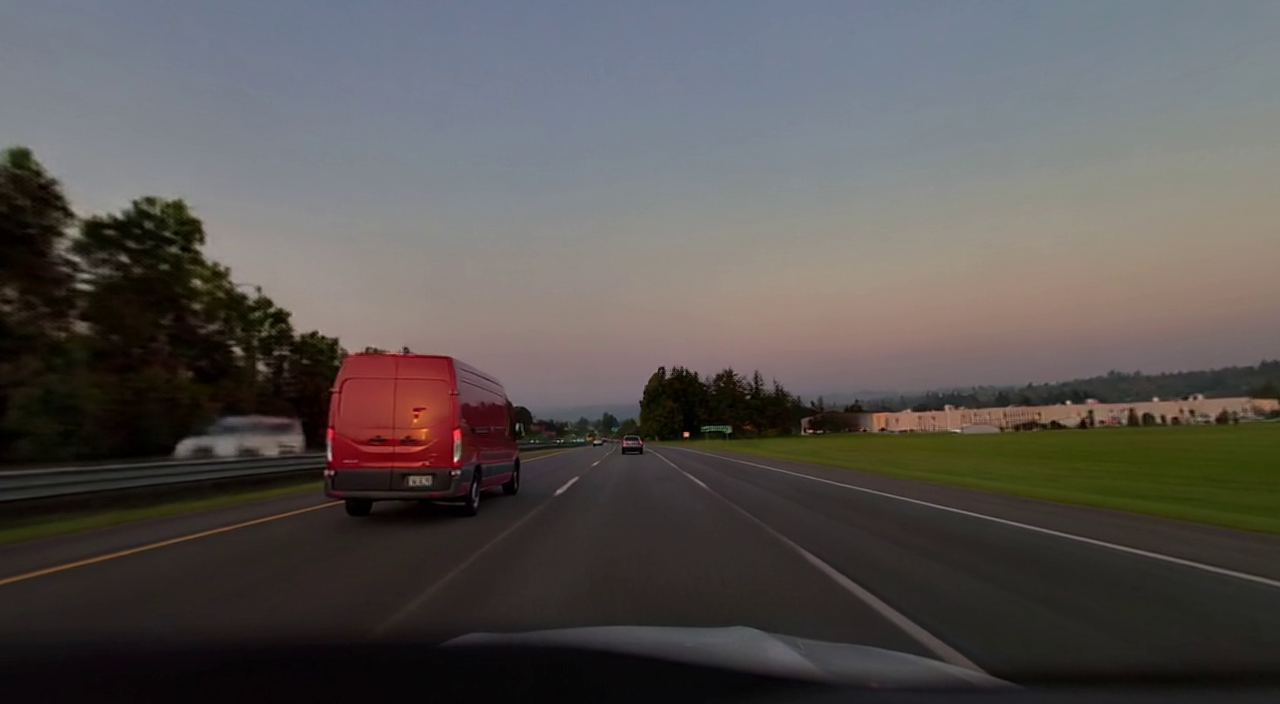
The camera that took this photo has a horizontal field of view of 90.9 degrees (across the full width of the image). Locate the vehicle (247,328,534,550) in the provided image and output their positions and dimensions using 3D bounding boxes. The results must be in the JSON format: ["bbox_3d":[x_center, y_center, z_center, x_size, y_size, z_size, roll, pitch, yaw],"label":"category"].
[{"bbox_3d":[-3.365,1.386,10.287,2.424,2.577,5.828,0,-8,-2],"label":"vehicle"}]

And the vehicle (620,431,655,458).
[{"bbox_3d":[-0.180,5.862,40.125,2.104,1.646,4.176,0,-8,-1],"label":"vehicle"}]

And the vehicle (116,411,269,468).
[{"bbox_3d":[-12.916,2.556,18.496,1.740,1.494,3.766,0,-8,-1],"label":"vehicle"}]
